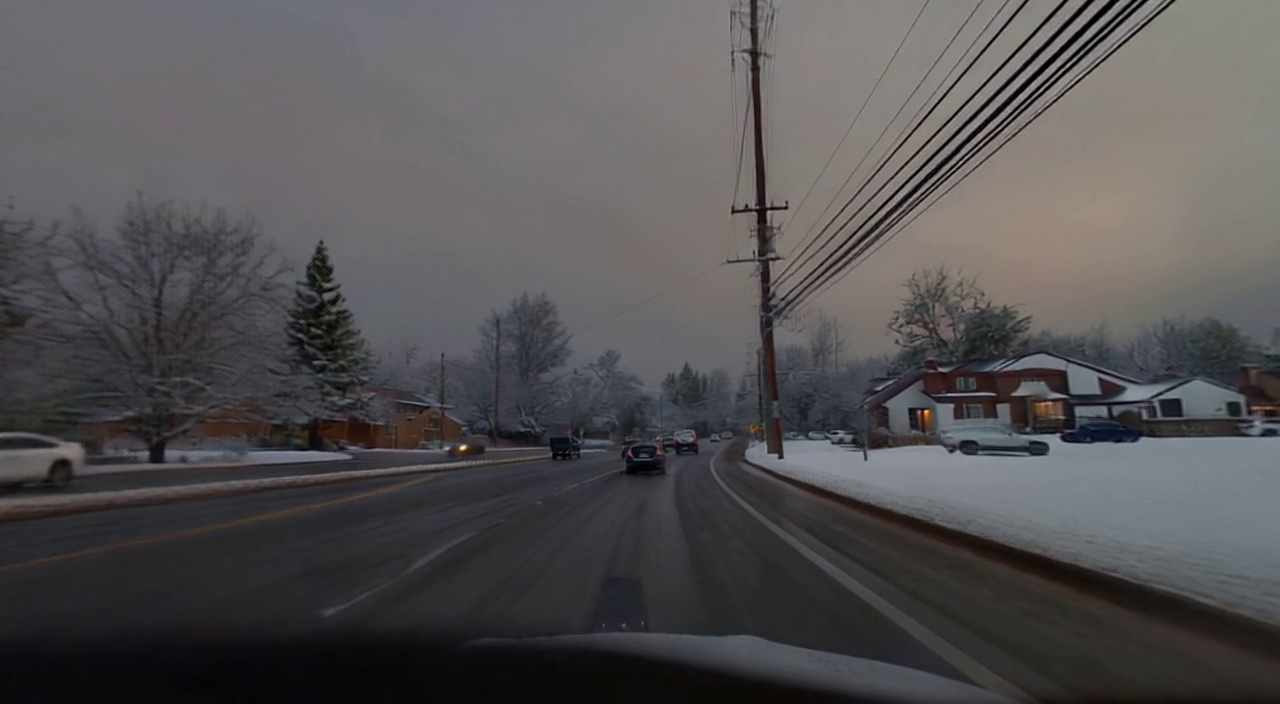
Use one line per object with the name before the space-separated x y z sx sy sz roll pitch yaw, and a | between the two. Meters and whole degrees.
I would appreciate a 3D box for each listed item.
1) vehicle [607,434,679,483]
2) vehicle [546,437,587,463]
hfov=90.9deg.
vehicle | 0.205 3.546 21.283 2.117 1.474 4.036 -1 -8 4
vehicle | -4.551 6.133 39.571 1.983 1.485 4.159 -1 -8 2
